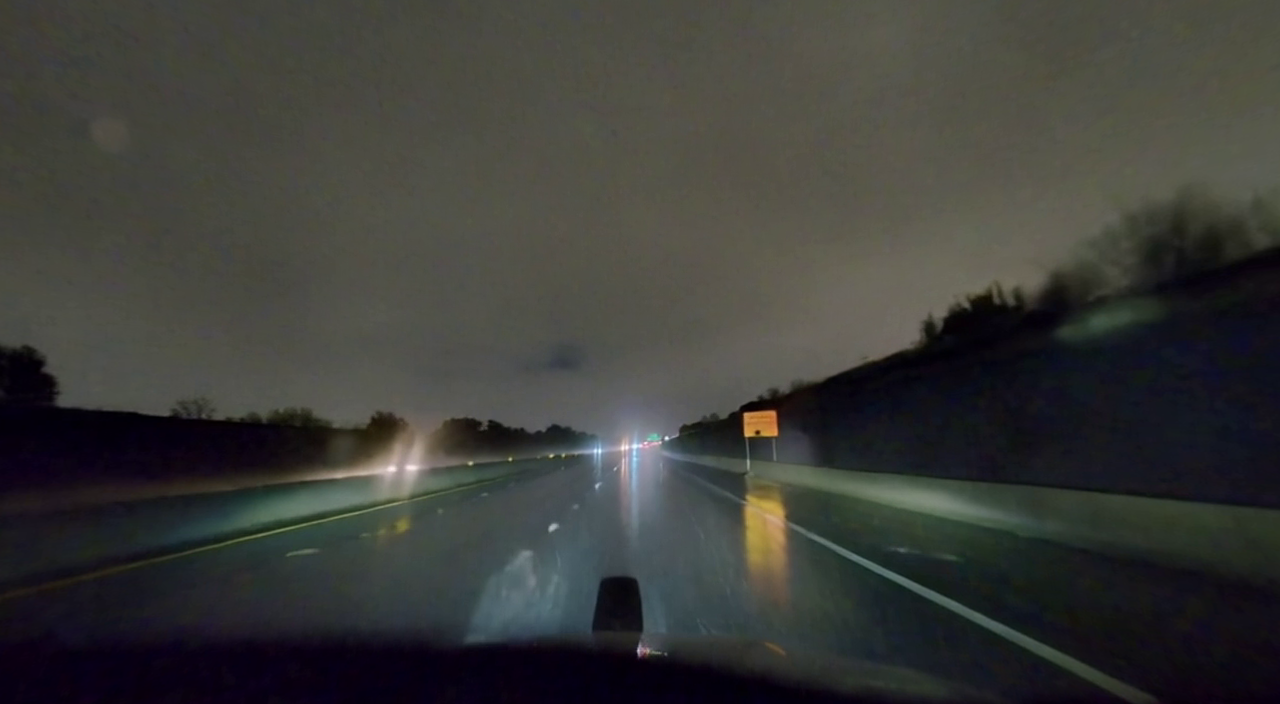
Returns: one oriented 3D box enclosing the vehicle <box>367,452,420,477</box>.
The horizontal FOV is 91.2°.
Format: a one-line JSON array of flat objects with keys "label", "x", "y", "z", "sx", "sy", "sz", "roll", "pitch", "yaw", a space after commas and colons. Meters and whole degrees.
[{"label": "vehicle", "x": -16.719, "y": 7.609, "z": 42.748, "sx": 1.896, "sy": 1.576, "sz": 4.138, "roll": -1, "pitch": -9, "yaw": 0}]
